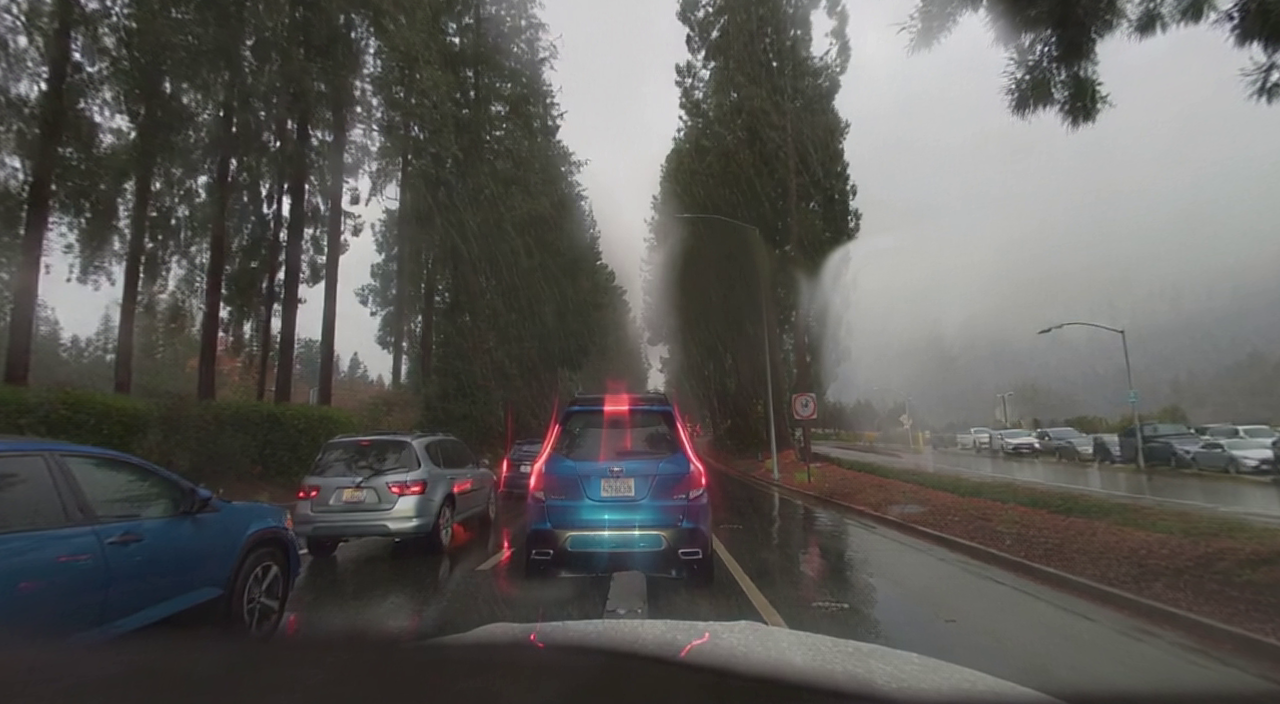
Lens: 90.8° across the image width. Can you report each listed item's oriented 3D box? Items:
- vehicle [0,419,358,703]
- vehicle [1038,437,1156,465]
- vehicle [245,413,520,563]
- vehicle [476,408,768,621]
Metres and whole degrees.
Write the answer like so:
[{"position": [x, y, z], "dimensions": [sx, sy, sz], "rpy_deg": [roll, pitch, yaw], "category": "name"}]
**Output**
[{"position": [-3.656, 1.164, 3.625], "dimensions": [1.922, 1.464, 4.424], "rpy_deg": [0, -8, 2], "category": "vehicle"}, {"position": [28.463, 6.171, 39.453], "dimensions": [5.955, 1.702, 2.166], "rpy_deg": [1, -8, -6], "category": "vehicle"}, {"position": [-3.491, 1.943, 9.821], "dimensions": [2.188, 1.745, 4.618], "rpy_deg": [0, -8, 2], "category": "vehicle"}, {"position": [-0.032, 1.520, 6.830], "dimensions": [2.229, 1.591, 3.897], "rpy_deg": [-1, -8, 3], "category": "vehicle"}]
